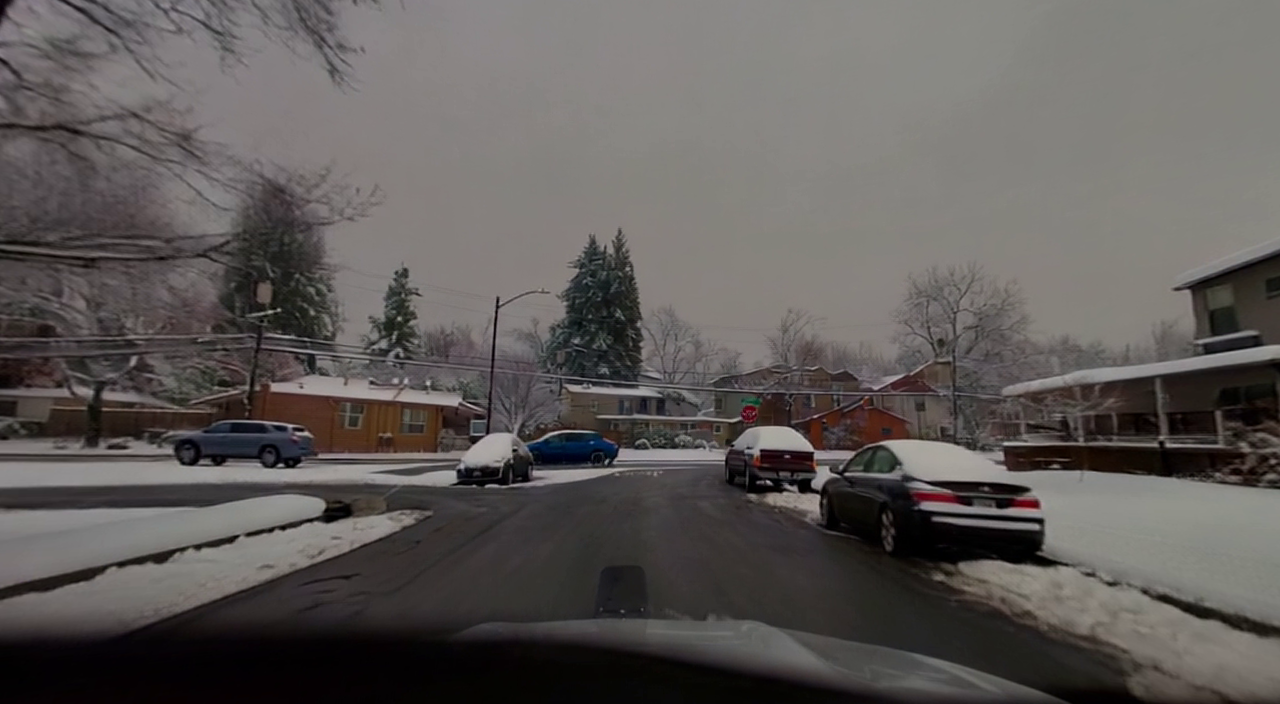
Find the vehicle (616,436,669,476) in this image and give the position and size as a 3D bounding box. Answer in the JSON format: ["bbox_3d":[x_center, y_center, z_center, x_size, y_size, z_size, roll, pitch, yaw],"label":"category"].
[{"bbox_3d":[0.042,4.271,26.045,2.010,1.499,4.107,0,-9,-1],"label":"vehicle"}]

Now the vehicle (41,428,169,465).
[{"bbox_3d":[-23.963,4.252,28.383,1.852,1.518,4.438,0,-8,0],"label":"vehicle"}]

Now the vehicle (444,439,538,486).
[{"bbox_3d":[-5.008,3.786,21.859,1.999,1.441,4.628,0,-8,2],"label":"vehicle"}]

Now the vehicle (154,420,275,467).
[{"bbox_3d":[-18.691,4.038,27.951,2.103,1.840,4.868,2,-7,-3],"label":"vehicle"}]

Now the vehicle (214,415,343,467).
[{"bbox_3d":[-15.802,3.984,27.960,2.320,2.030,5.730,0,-8,0],"label":"vehicle"}]

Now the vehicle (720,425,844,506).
[{"bbox_3d":[3.538,2.880,16.540,2.144,1.751,4.472,2,-8,-1],"label":"vehicle"}]

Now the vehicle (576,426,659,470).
[{"bbox_3d":[-1.465,5.619,36.911,2.772,2.319,6.249,4,-9,-23],"label":"vehicle"}]

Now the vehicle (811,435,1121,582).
[{"bbox_3d":[3.928,1.923,8.626,1.876,1.477,4.324,0,-8,-1],"label":"vehicle"}]
